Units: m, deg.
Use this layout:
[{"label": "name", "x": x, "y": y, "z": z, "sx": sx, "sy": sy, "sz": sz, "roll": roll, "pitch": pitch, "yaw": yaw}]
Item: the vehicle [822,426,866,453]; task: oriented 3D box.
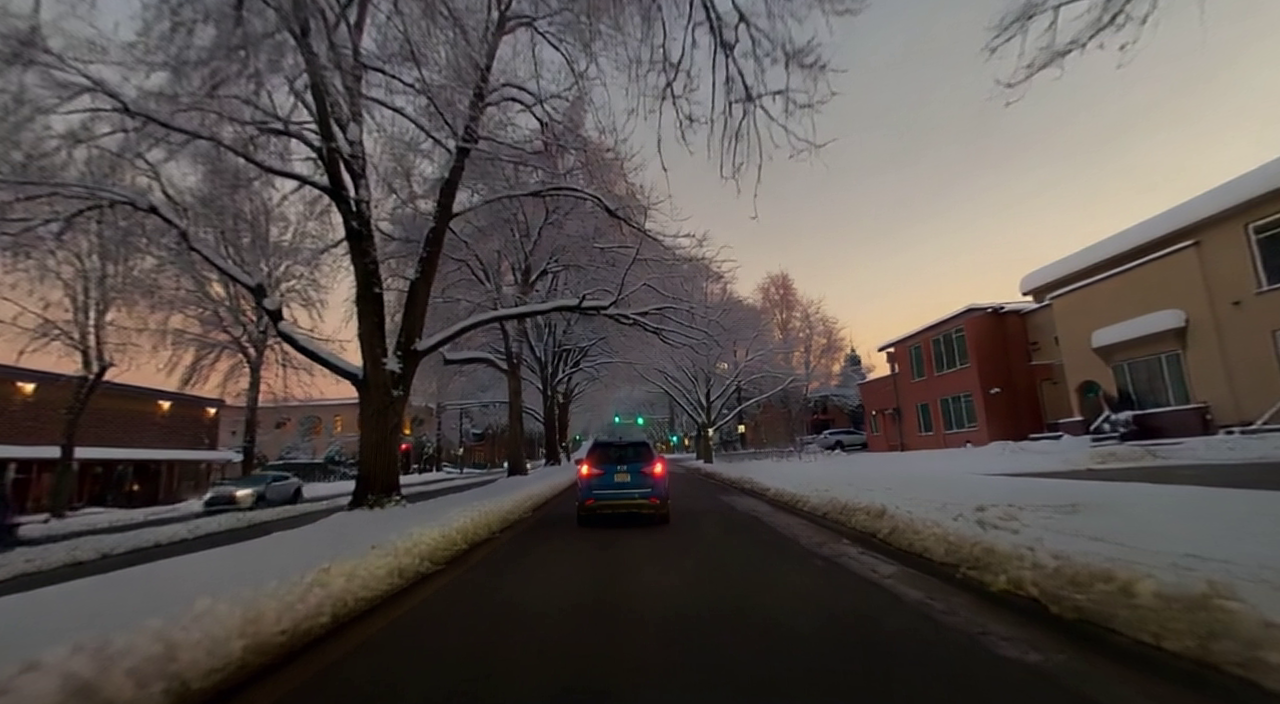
[{"label": "vehicle", "x": 16.011, "y": 6.952, "z": 49.852, "sx": 2.039, "sy": 1.990, "sz": 5.111, "roll": 0, "pitch": -8, "yaw": 3}]

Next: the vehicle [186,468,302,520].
[{"label": "vehicle", "x": -15.650, "y": 5.589, "z": 25.266, "sx": 1.785, "sy": 1.699, "sz": 4.328, "roll": 0, "pitch": -8, "yaw": 0}]

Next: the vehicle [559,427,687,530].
[{"label": "vehicle", "x": -0.314, "y": 2.402, "z": 12.583, "sx": 2.136, "sy": 1.703, "sz": 3.910, "roll": 0, "pitch": -8, "yaw": -1}]
